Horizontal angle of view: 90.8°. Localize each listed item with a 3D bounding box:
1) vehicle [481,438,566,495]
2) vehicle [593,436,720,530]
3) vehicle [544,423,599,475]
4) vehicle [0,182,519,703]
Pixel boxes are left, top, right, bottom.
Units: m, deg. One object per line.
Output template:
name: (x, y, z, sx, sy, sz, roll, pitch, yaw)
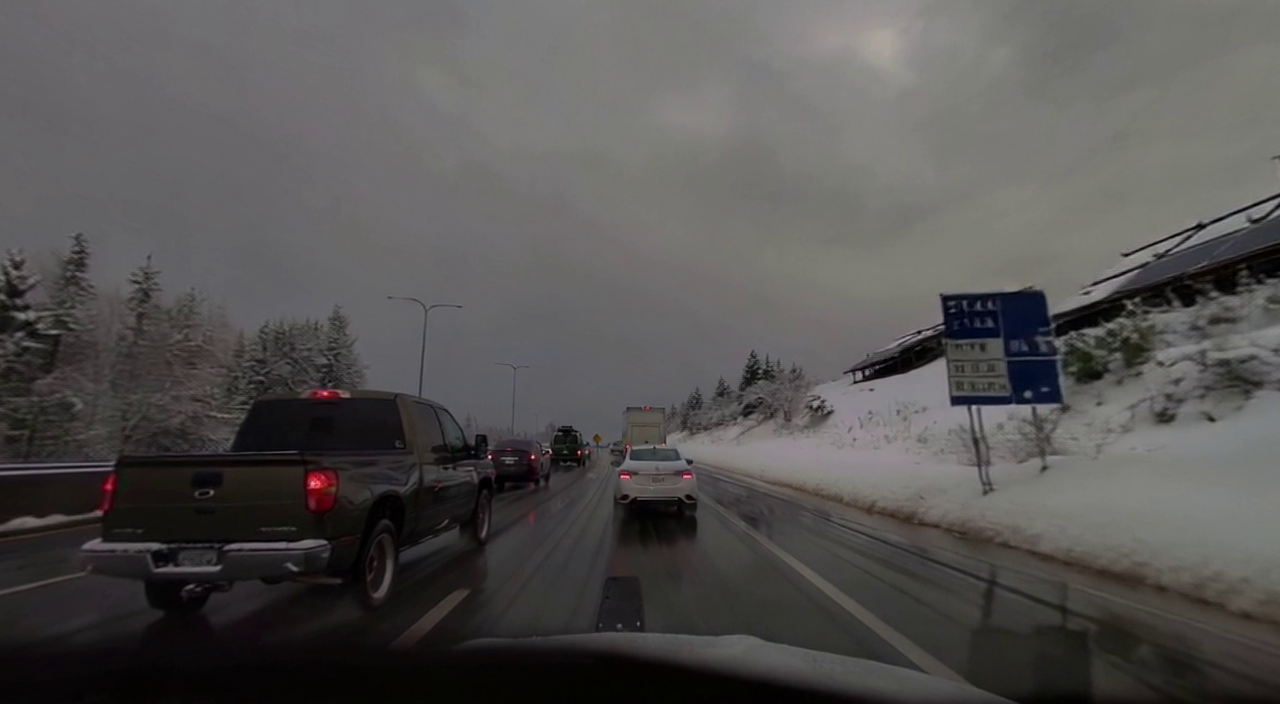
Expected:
vehicle: (-3.643, 3.658, 20.473, 1.963, 1.627, 3.849, 0, -9, 0)
vehicle: (0.247, 2.411, 12.090, 2.063, 1.507, 3.488, 0, -9, -1)
vehicle: (-3.673, 5.393, 35.140, 2.290, 2.613, 5.975, 0, -9, 1)
vehicle: (-3.053, 0.983, 6.438, 2.289, 2.757, 6.726, 0, -9, 0)
